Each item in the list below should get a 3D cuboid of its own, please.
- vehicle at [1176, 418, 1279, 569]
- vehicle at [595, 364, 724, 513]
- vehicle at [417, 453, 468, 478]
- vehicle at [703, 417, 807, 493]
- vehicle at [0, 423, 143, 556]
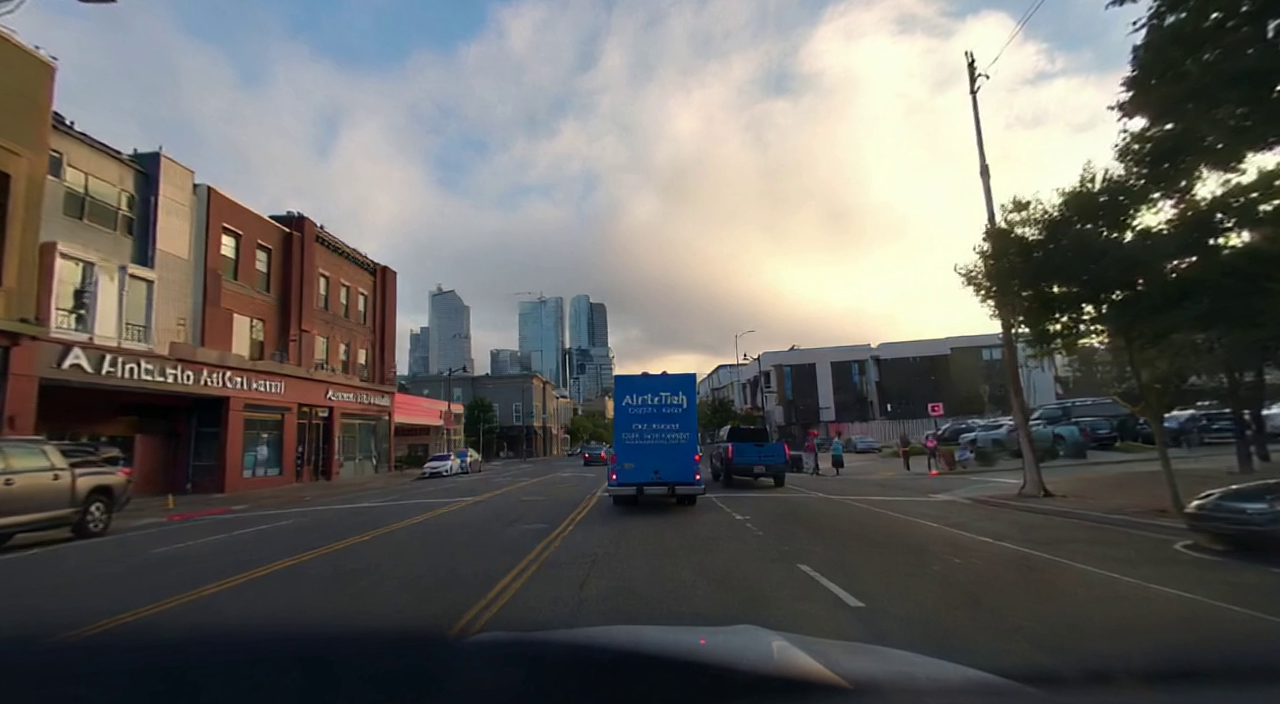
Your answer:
[{"bbox_3d":[9.560,1.620,7.315,4.463,1.677,2.003,-3,-9,16],"label":"vehicle"},{"bbox_3d":[0.285,2.145,15.531,2.517,2.926,6.177,0,-9,-2],"label":"vehicle"},{"bbox_3d":[-13.129,7.548,41.963,1.901,1.508,4.405,0,-8,1],"label":"vehicle"},{"bbox_3d":[3.441,3.236,20.029,2.346,2.062,5.236,0,-8,0],"label":"vehicle"},{"bbox_3d":[-13.030,2.613,12.041,2.404,2.420,5.460,0,-9,1],"label":"vehicle"}]
